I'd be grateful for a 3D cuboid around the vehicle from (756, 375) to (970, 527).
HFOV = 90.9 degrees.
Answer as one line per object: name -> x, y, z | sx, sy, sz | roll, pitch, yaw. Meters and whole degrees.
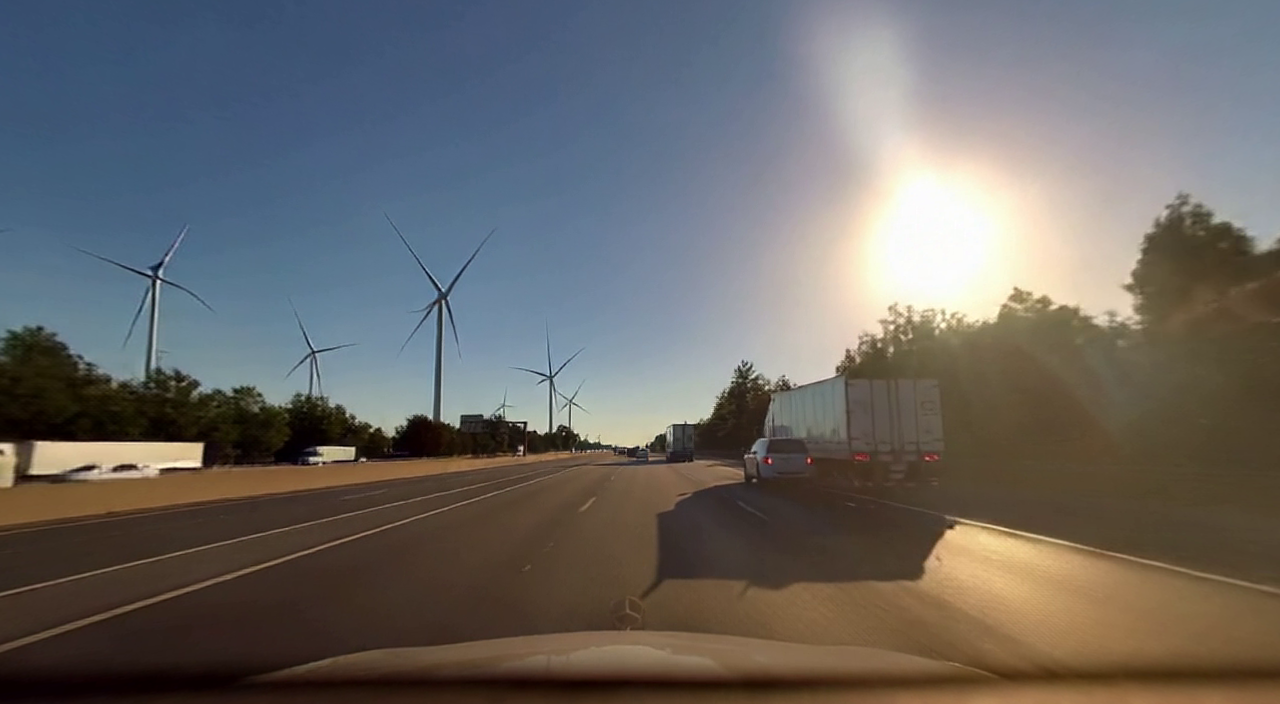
vehicle -> 4.430, 2.166, 13.893 | 2.609, 2.648, 5.397 | 0, -9, -1
